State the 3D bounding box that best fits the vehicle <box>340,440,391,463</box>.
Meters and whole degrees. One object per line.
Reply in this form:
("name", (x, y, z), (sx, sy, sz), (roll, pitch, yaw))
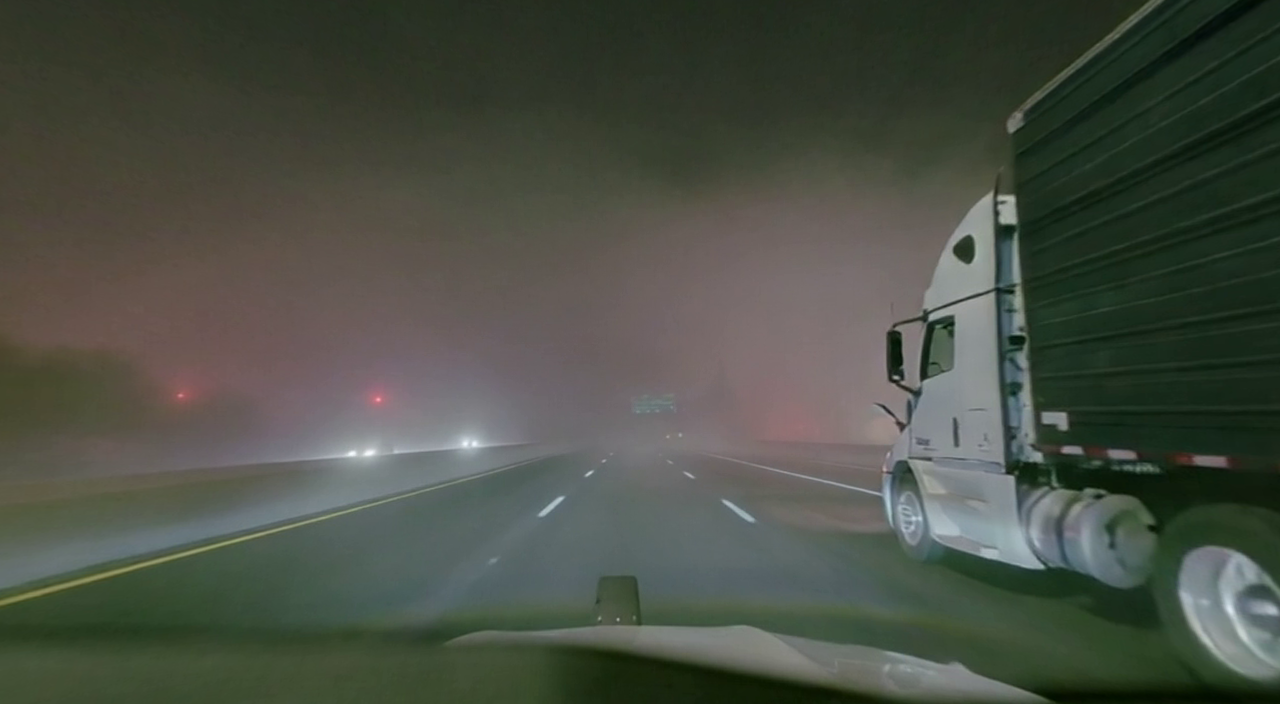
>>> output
("vehicle", (-19.264, 6.958, 44.309), (1.821, 1.538, 3.824), (0, -8, 0))
